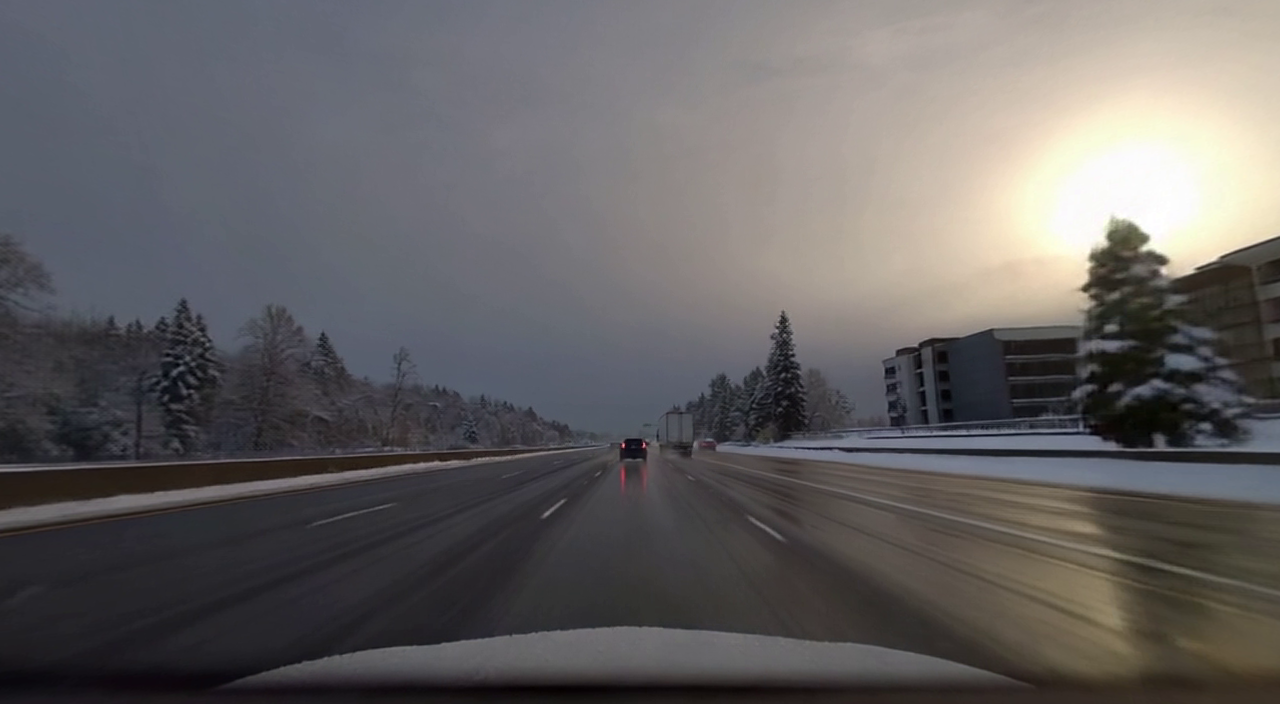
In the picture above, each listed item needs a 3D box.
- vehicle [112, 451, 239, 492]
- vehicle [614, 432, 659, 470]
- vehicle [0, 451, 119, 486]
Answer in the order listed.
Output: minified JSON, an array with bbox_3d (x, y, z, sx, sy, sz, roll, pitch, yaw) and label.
[{"bbox_3d":[-18.400,4.717,25.309,1.898,1.438,4.179,0,-8,1],"label":"vehicle"},{"bbox_3d":[-0.230,5.414,34.639,2.297,1.912,4.355,0,-8,-1],"label":"vehicle"},{"bbox_3d":[-29.742,5.958,32.606,1.904,1.592,4.520,0,-8,-1],"label":"vehicle"}]
